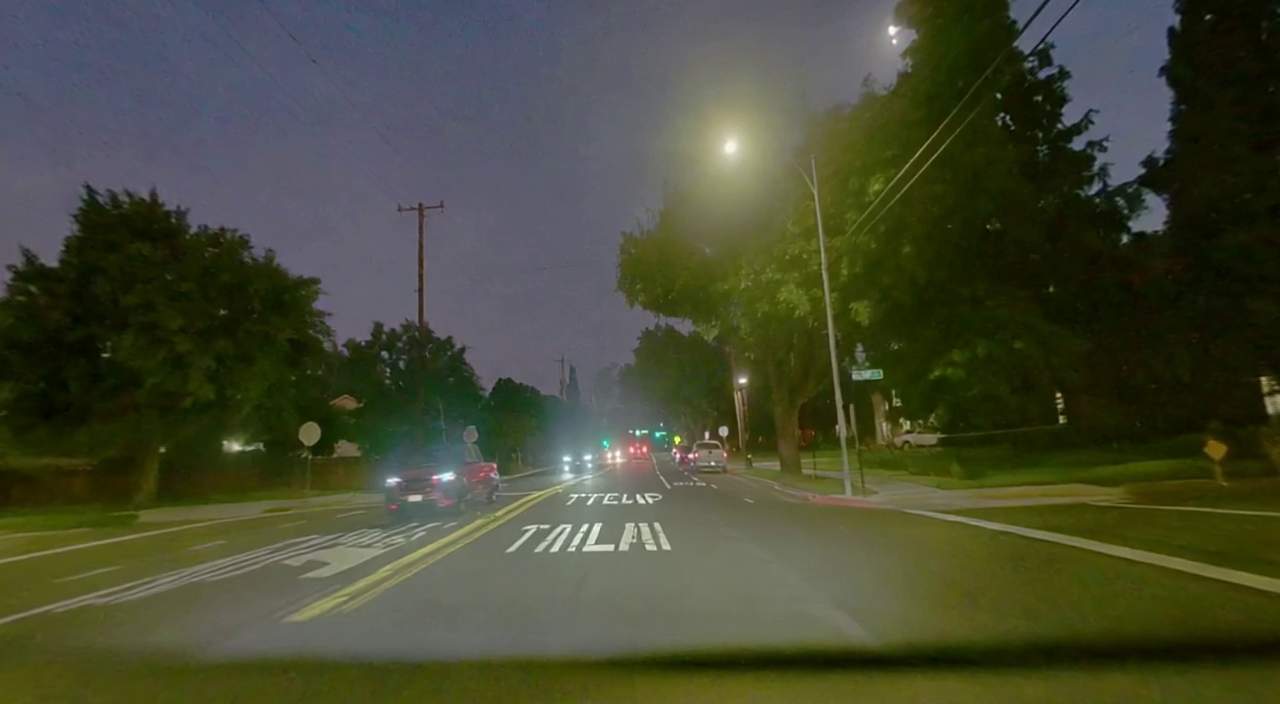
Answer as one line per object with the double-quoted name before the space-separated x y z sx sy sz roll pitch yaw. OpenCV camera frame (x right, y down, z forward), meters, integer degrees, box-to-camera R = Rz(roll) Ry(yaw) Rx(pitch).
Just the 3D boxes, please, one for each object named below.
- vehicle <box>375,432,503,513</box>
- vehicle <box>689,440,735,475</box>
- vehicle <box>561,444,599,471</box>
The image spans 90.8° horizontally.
"vehicle" -5.615 3.406 18.372 2.037 1.948 4.621 -4 -9 3
"vehicle" 3.843 5.739 34.630 2.087 1.725 4.986 0 -9 2
"vehicle" -4.312 7.678 46.262 2.091 1.793 5.296 0 -9 2
